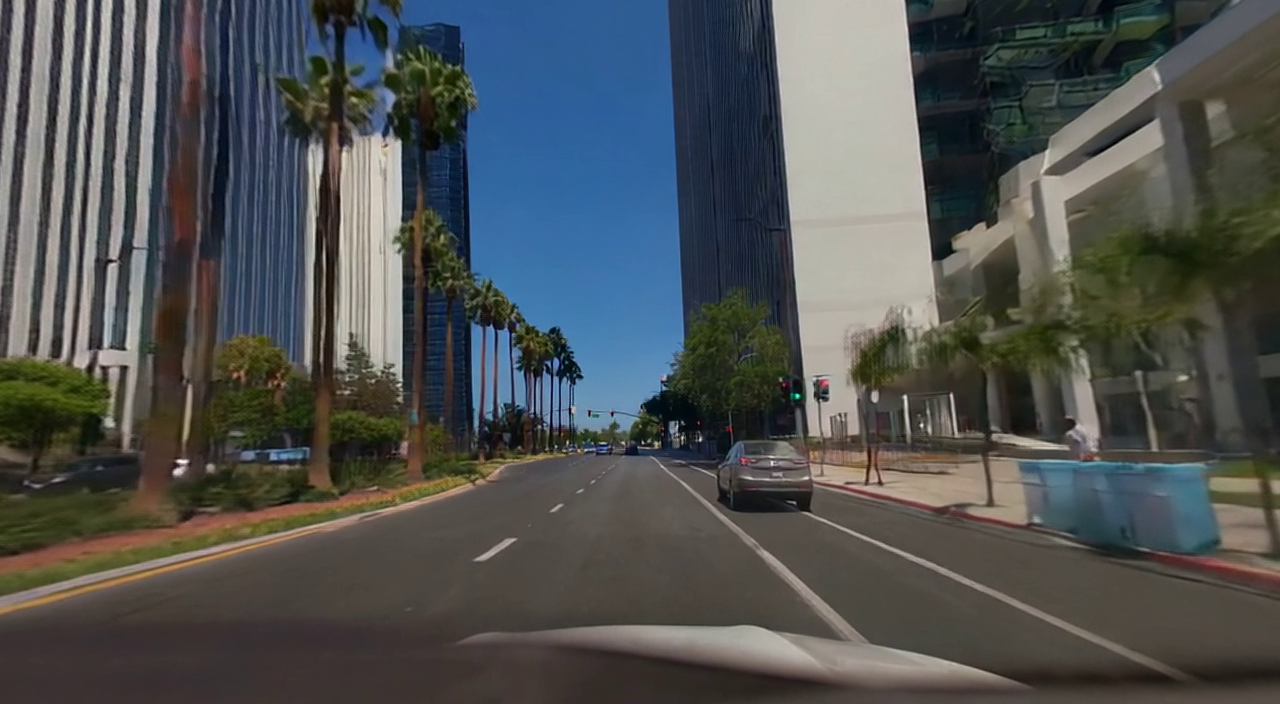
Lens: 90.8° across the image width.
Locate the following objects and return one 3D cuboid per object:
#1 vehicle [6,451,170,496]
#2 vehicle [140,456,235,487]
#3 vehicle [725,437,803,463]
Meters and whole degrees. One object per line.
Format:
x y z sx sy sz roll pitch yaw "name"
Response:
-24.450 5.361 28.424 2.062 1.765 5.897 0 -8 0 "vehicle"
-24.037 6.335 33.765 1.751 1.424 4.506 0 -9 0 "vehicle"
8.416 6.739 43.319 4.871 1.708 2.144 0 -9 -2 "vehicle"
